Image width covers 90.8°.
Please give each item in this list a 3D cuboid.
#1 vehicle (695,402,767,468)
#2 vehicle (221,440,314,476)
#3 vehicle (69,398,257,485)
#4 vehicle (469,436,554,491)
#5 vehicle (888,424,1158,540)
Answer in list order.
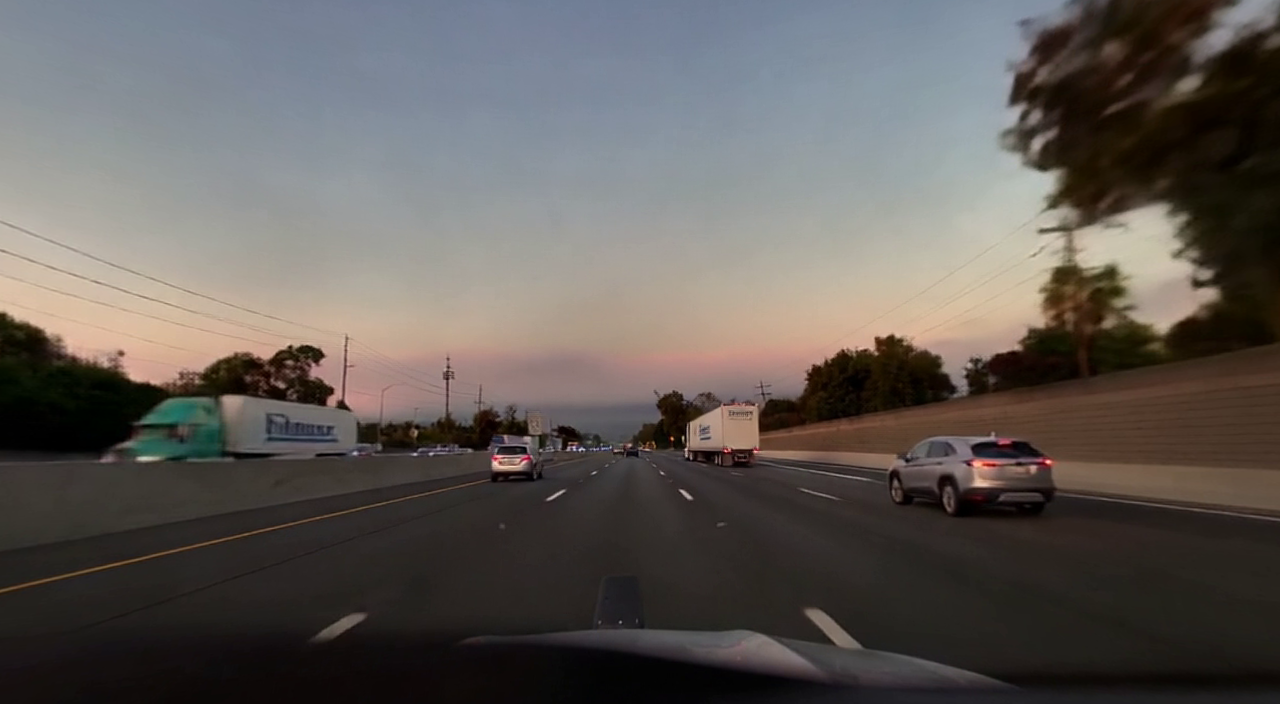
[{"bbox_3d":[6.489,6.479,48.224,2.919,4.195,15.833,0,-9,-1],"label":"vehicle"},{"bbox_3d":[-16.492,4.702,28.183,1.805,1.492,3.824,0,-9,-1],"label":"vehicle"},{"bbox_3d":[-20.564,3.972,27.932,2.949,3.338,6.668,0,-9,0],"label":"vehicle"},{"bbox_3d":[-4.212,3.726,21.447,2.027,1.651,4.099,0,-9,0],"label":"vehicle"},{"bbox_3d":[6.365,2.195,11.308,1.991,1.647,4.409,0,-9,-1],"label":"vehicle"}]
